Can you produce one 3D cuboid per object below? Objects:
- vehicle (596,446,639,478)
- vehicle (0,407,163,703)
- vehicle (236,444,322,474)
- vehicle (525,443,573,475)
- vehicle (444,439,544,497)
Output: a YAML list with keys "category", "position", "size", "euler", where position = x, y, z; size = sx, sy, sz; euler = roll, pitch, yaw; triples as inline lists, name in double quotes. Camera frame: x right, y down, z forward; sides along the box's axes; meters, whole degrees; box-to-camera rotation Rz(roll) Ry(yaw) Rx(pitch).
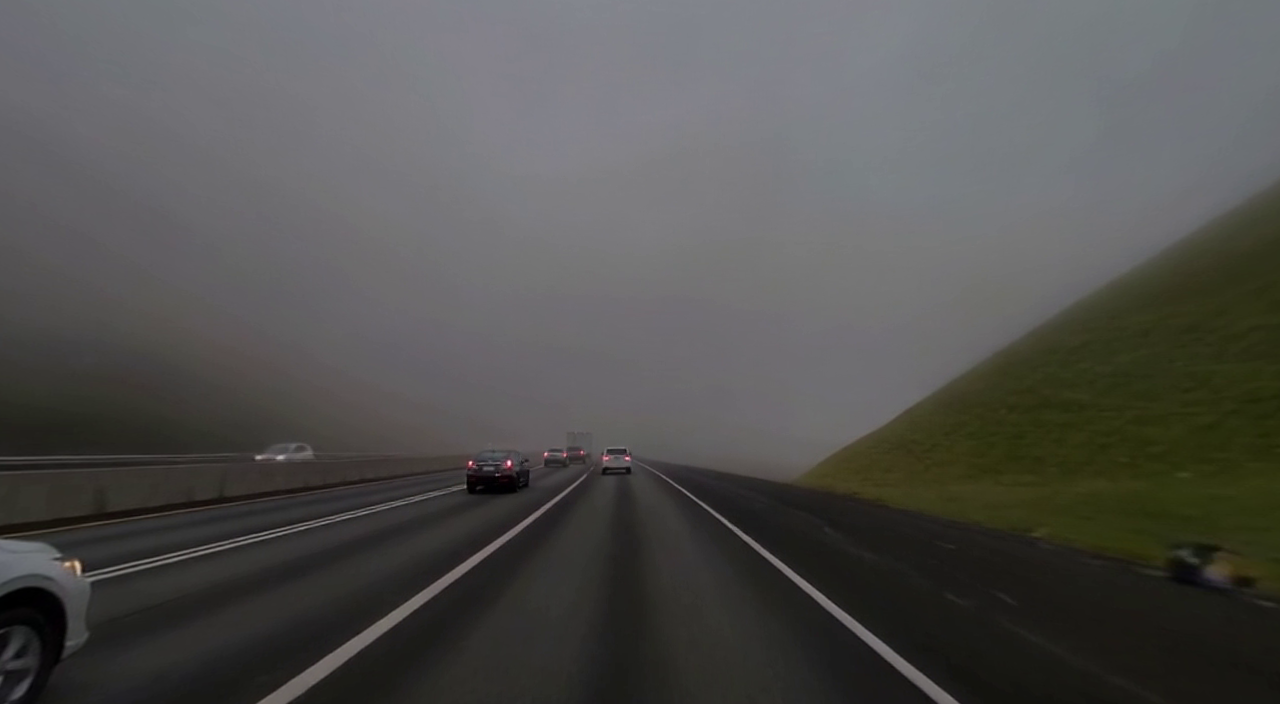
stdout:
- category: "vehicle"
  position: [-1.129, 5.418, 31.402]
  size: [1.988, 1.440, 4.201]
  euler: [0, -9, -2]
- category: "vehicle"
  position: [-3.928, 0.853, 1.886]
  size: [1.892, 1.492, 3.940]
  euler: [0, -9, 0]
- category: "vehicle"
  position: [-19.207, 5.707, 33.810]
  size: [2.086, 1.473, 4.371]
  euler: [0, -9, -1]
- category: "vehicle"
  position: [-4.960, 5.876, 34.840]
  size: [2.118, 1.624, 4.032]
  euler: [0, -9, -1]
- category: "vehicle"
  position: [-4.474, 3.622, 20.099]
  size: [2.208, 1.619, 4.162]
  euler: [0, -9, 0]
